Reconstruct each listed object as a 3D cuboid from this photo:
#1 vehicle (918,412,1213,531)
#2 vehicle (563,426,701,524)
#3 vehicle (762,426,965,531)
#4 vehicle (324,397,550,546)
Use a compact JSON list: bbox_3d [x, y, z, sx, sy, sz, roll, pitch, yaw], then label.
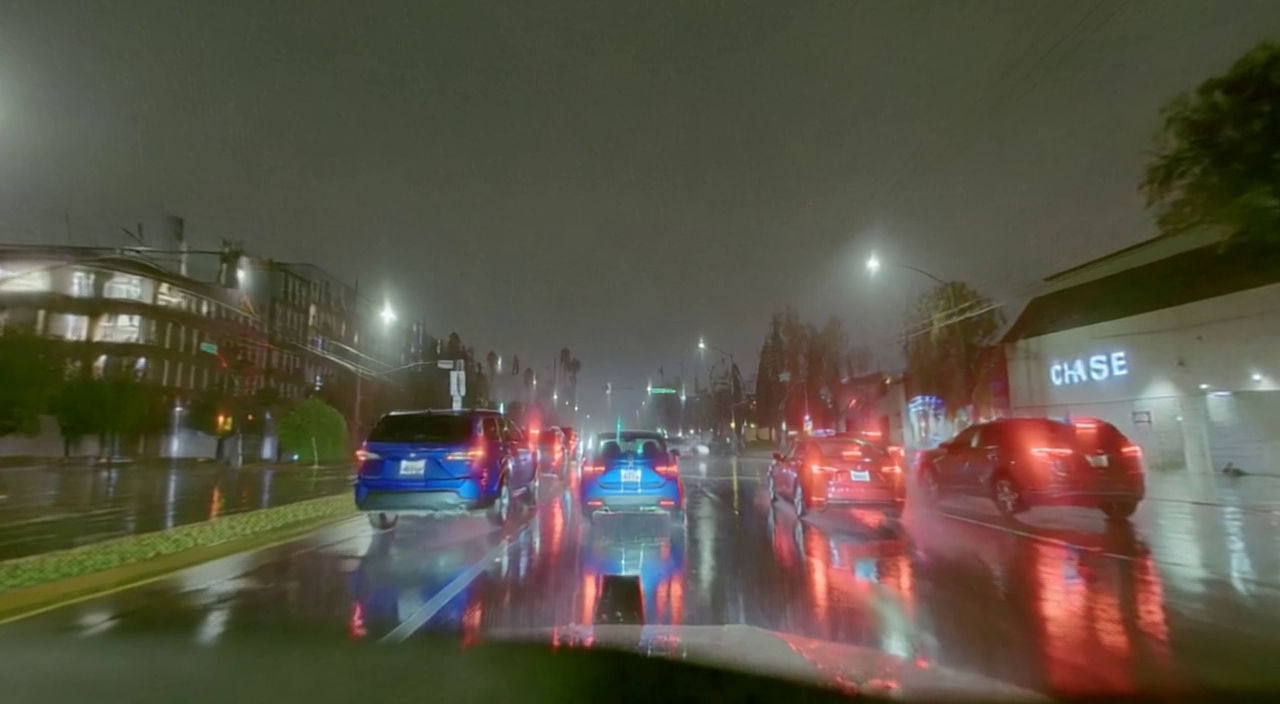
[{"bbox_3d":[7.258,2.089,11.631,2.068,1.731,4.752,0,-8,0],"label":"vehicle"},{"bbox_3d":[-0.147,2.168,11.693,2.097,1.480,4.006,0,-8,-1],"label":"vehicle"},{"bbox_3d":[3.602,2.114,11.207,1.861,1.473,4.393,0,-8,-2],"label":"vehicle"},{"bbox_3d":[-2.849,1.818,10.231,2.064,1.825,4.760,0,-8,0],"label":"vehicle"}]
